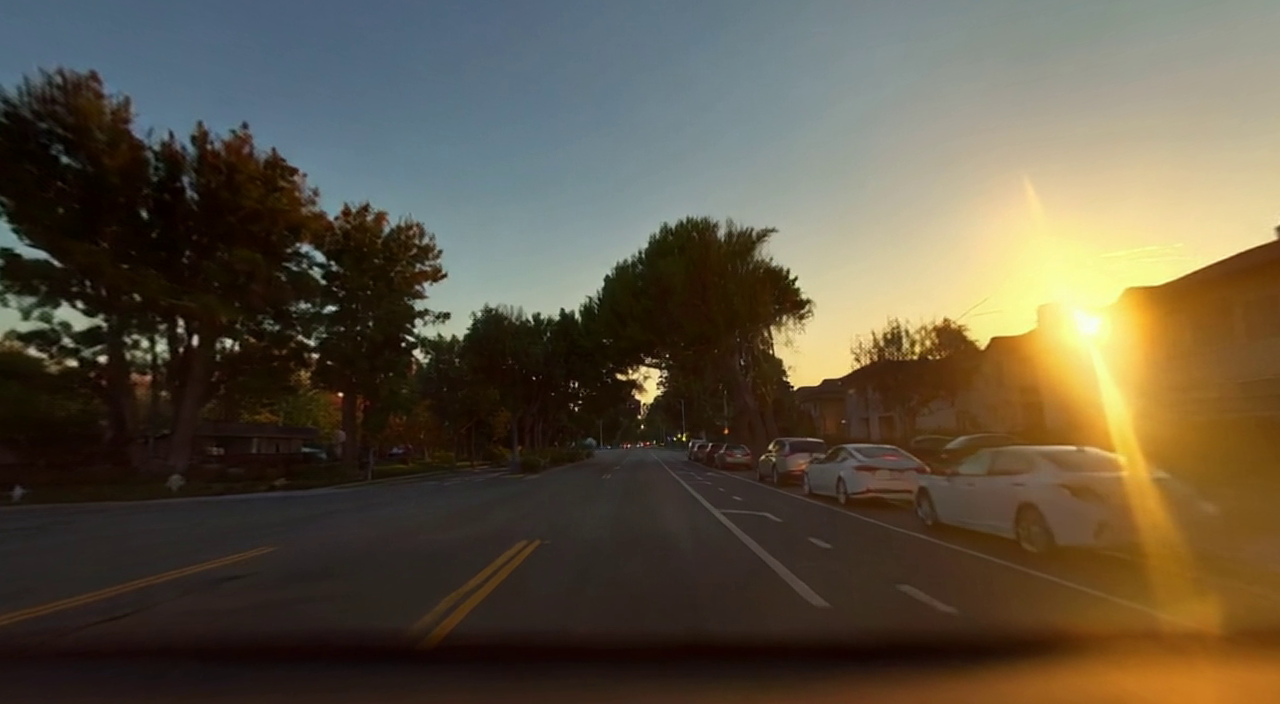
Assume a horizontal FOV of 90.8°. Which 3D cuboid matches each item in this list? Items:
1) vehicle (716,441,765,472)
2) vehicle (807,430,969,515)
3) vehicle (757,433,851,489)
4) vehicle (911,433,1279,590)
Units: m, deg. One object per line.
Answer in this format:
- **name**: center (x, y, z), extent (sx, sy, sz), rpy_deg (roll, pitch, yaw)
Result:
- **vehicle**: center (5.325, 5.571, 33.903), extent (1.837, 1.532, 3.886), rpy_deg (0, -8, -2)
- **vehicle**: center (5.449, 2.733, 14.601), extent (1.974, 1.548, 4.160), rpy_deg (-3, -9, 0)
- **vehicle**: center (5.385, 3.625, 21.329), extent (1.990, 1.694, 4.179), rpy_deg (0, -8, -1)
- **vehicle**: center (5.381, 1.809, 8.103), extent (1.901, 1.443, 4.319), rpy_deg (0, -8, 0)
